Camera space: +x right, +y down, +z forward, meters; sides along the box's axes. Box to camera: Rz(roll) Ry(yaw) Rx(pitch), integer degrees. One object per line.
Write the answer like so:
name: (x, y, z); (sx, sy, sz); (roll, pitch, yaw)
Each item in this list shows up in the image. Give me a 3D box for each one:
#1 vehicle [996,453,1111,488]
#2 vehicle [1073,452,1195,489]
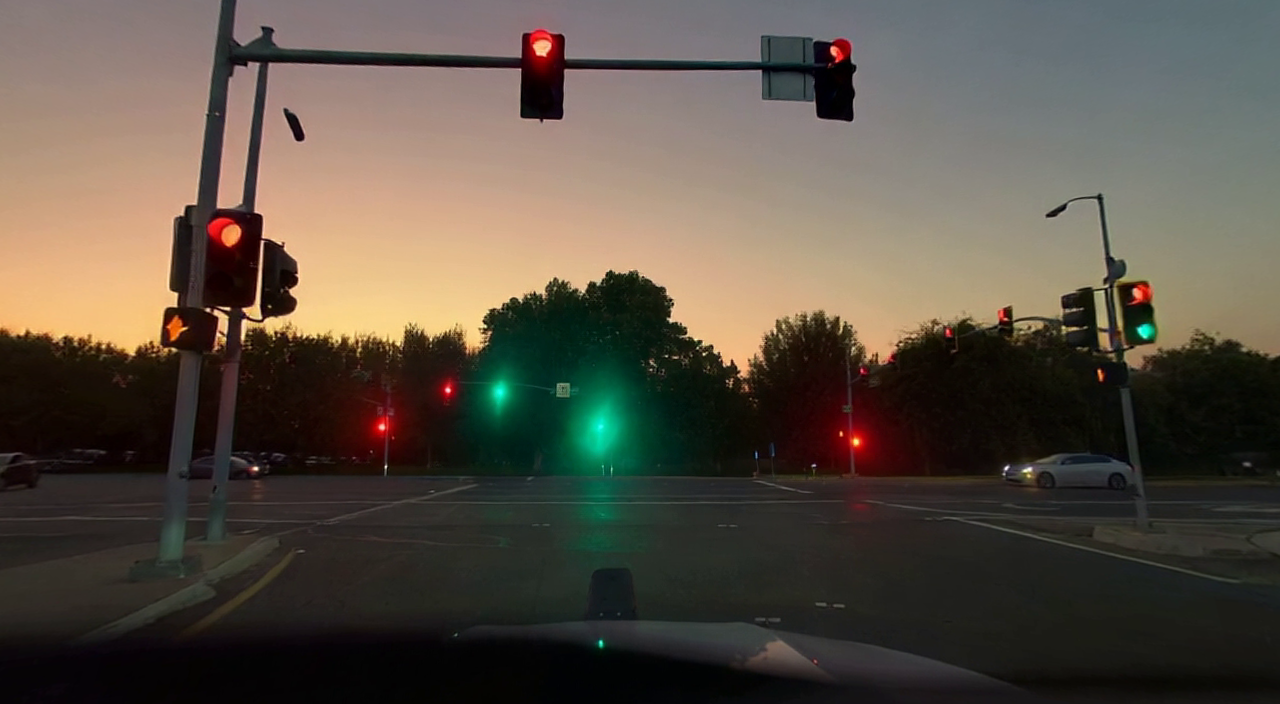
vehicle: (21.249, 6.137, 32.477); (4.455, 1.647, 2.124); (1, -12, -6)
vehicle: (22.733, 5.478, 29.078); (3.998, 1.590, 1.936); (1, -12, -6)
